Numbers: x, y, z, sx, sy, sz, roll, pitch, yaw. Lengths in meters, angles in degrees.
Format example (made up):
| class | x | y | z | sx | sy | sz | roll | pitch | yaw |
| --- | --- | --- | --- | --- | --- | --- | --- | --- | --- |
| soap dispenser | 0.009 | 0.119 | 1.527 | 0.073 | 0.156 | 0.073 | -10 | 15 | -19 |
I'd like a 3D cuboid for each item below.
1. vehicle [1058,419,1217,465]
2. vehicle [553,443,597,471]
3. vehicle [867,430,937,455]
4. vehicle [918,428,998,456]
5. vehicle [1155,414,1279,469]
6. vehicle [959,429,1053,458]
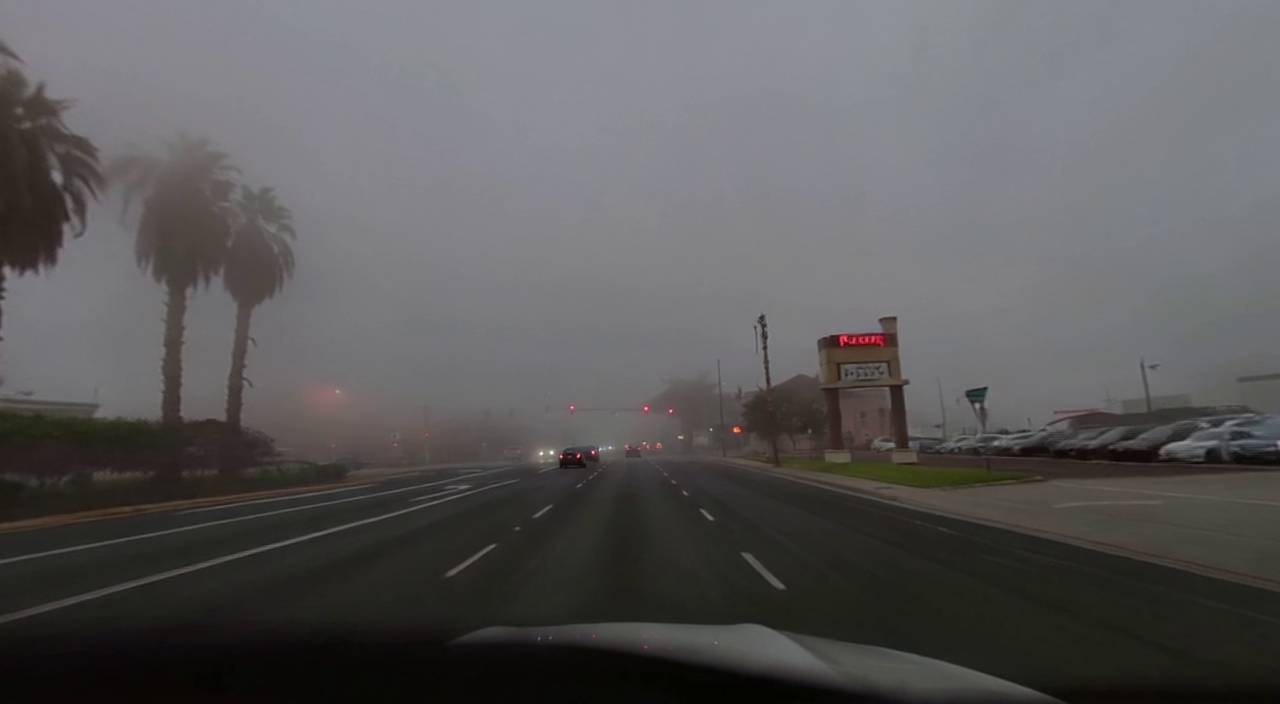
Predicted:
| class | x | y | z | sx | sy | sz | roll | pitch | yaw |
| --- | --- | --- | --- | --- | --- | --- | --- | --- | --- |
| vehicle | 21.217 | 3.907 | 27.259 | 4.764 | 1.846 | 2.370 | -4 | -9 | 21 |
| vehicle | -3.770 | 6.150 | 37.182 | 2.181 | 1.483 | 4.123 | 0 | -9 | -1 |
| vehicle | 20.518 | 7.123 | 49.501 | 4.753 | 1.809 | 2.016 | -6 | -9 | 30 |
| vehicle | 21.527 | 6.134 | 42.920 | 4.600 | 1.677 | 1.980 | -6 | -11 | 26 |
| vehicle | 20.692 | 3.033 | 21.397 | 4.548 | 1.741 | 1.971 | -5 | -10 | 26 |
| vehicle | 21.263 | 5.386 | 36.894 | 4.505 | 1.584 | 2.015 | -5 | -10 | 27 |
